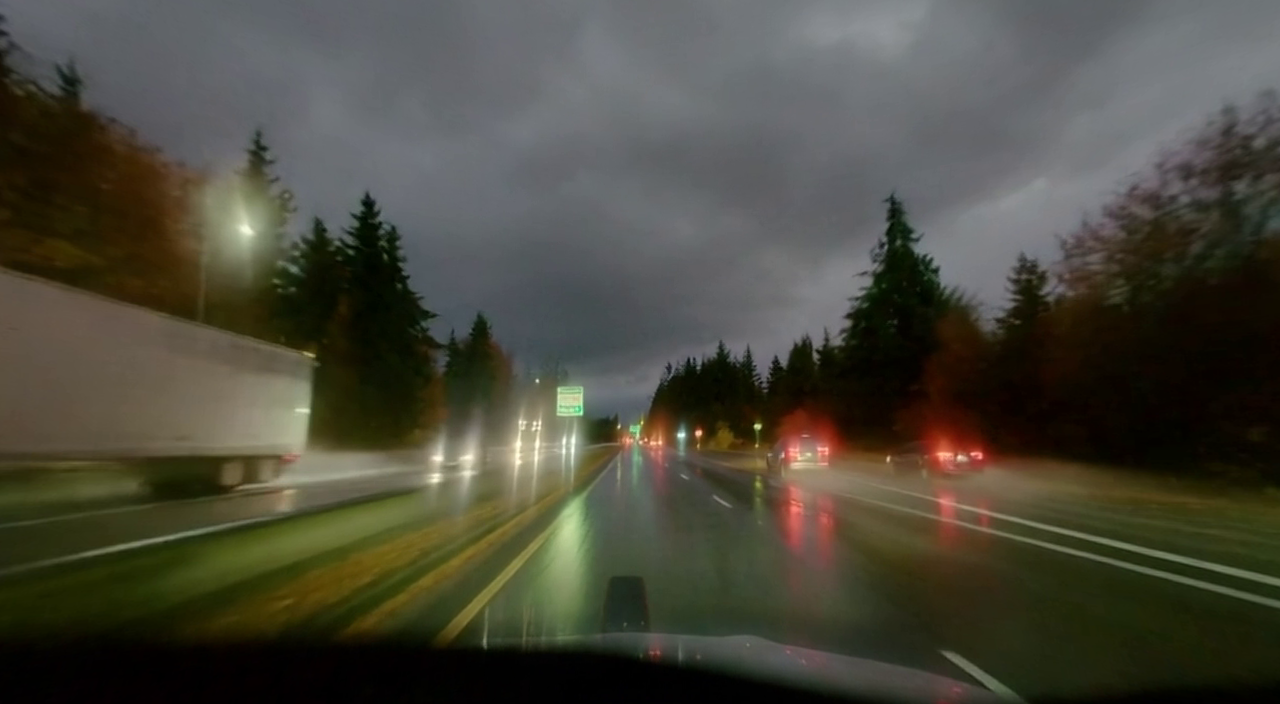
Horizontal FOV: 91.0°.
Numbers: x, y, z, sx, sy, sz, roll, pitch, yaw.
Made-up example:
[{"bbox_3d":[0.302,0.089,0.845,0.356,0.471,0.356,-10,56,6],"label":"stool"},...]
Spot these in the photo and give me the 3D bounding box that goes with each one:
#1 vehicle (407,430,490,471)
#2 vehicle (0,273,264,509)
[{"bbox_3d":[-7.955,4.147,26.659,1.993,1.550,4.775,0,-8,0],"label":"vehicle"},{"bbox_3d":[-11.775,0.666,10.375,3.077,3.738,13.263,0,-8,-1],"label":"vehicle"}]
